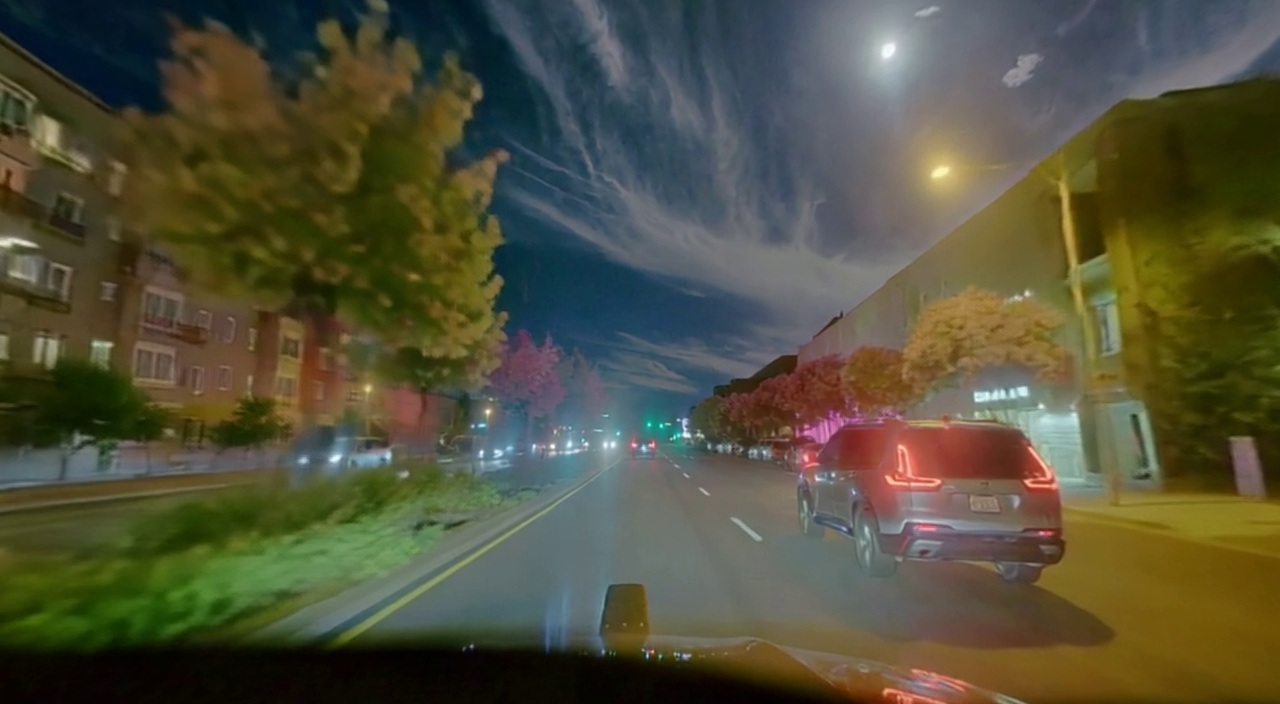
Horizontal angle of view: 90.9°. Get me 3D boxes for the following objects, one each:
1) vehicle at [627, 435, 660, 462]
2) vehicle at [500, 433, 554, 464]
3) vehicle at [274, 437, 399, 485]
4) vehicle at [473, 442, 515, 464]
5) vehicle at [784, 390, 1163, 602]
[{"bbox_3d":[0.297,6.974,45.533,2.244,1.813,4.129,0,-8,2],"label":"vehicle"},{"bbox_3d":[-7.466,6.465,42.208,2.249,1.898,5.815,0,-8,3],"label":"vehicle"},{"bbox_3d":[-11.845,4.286,25.152,2.191,1.684,5.428,0,-8,1],"label":"vehicle"},{"bbox_3d":[-10.989,7.612,47.746,2.053,1.545,4.417,0,-8,1],"label":"vehicle"},{"bbox_3d":[3.284,1.524,7.563,2.071,1.747,4.549,0,-8,1],"label":"vehicle"}]
